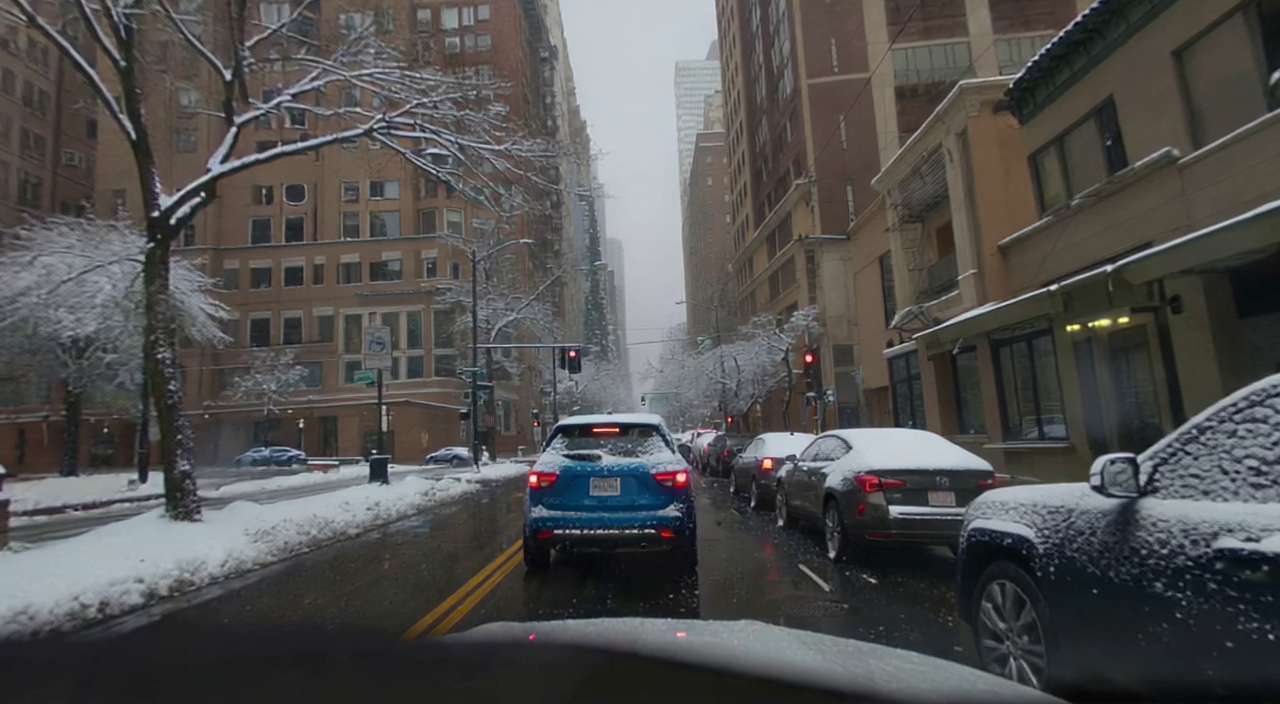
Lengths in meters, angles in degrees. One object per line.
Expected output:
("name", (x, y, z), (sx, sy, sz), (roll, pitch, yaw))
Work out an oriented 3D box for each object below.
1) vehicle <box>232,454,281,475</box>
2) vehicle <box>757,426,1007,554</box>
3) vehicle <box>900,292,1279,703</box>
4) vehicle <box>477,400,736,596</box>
("vehicle", (-28.151, 8.228, 46.513), (1.967, 1.428, 4.832), (3, -9, -18))
("vehicle", (3.288, 1.981, 9.808), (1.941, 1.482, 4.632), (0, -9, -2))
("vehicle", (2.997, 0.747, 2.240), (2.063, 1.760, 4.664), (0, -9, -1))
("vehicle", (-0.342, 1.578, 7.627), (2.249, 1.684, 4.084), (0, -9, -1))
